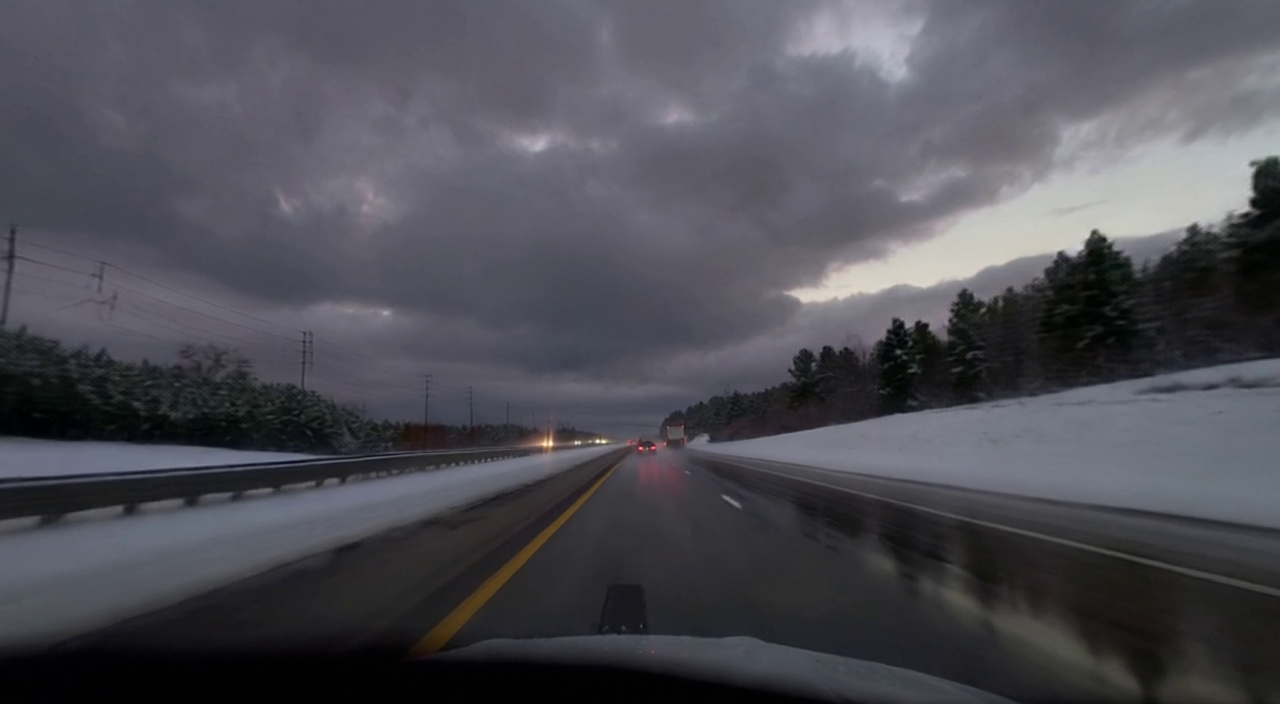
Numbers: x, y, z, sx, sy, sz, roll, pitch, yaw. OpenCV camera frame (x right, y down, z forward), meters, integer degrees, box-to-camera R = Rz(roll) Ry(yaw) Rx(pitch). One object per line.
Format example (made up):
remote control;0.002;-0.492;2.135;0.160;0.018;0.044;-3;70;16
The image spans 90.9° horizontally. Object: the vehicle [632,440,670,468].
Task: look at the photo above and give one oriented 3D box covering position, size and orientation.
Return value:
vehicle;0.670;6.224;38.721;2.192;1.556;4.132;-1;-8;1
